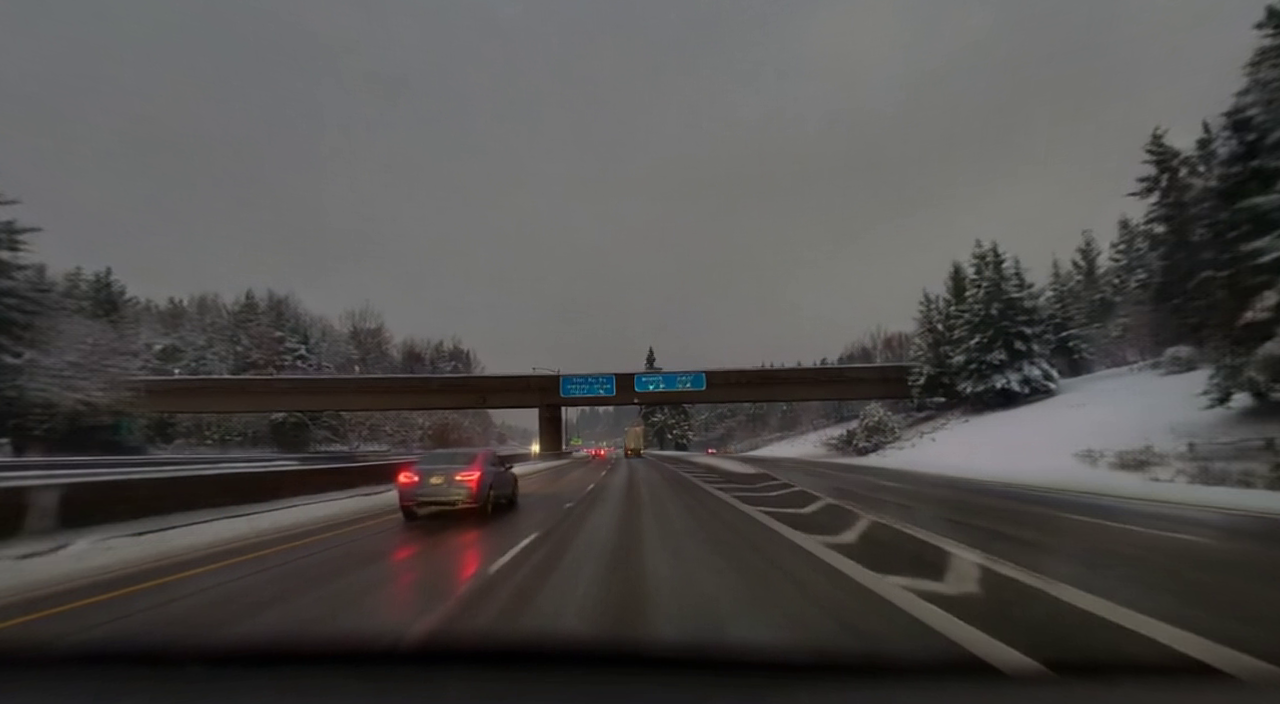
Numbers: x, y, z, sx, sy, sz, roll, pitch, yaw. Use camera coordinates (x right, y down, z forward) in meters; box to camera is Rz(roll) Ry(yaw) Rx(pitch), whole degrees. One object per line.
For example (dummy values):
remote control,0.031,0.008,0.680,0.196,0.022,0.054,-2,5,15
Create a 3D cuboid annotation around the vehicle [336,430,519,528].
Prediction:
vehicle,-3.821,2.365,12.260,2.070,1.564,4.145,0,-9,1
